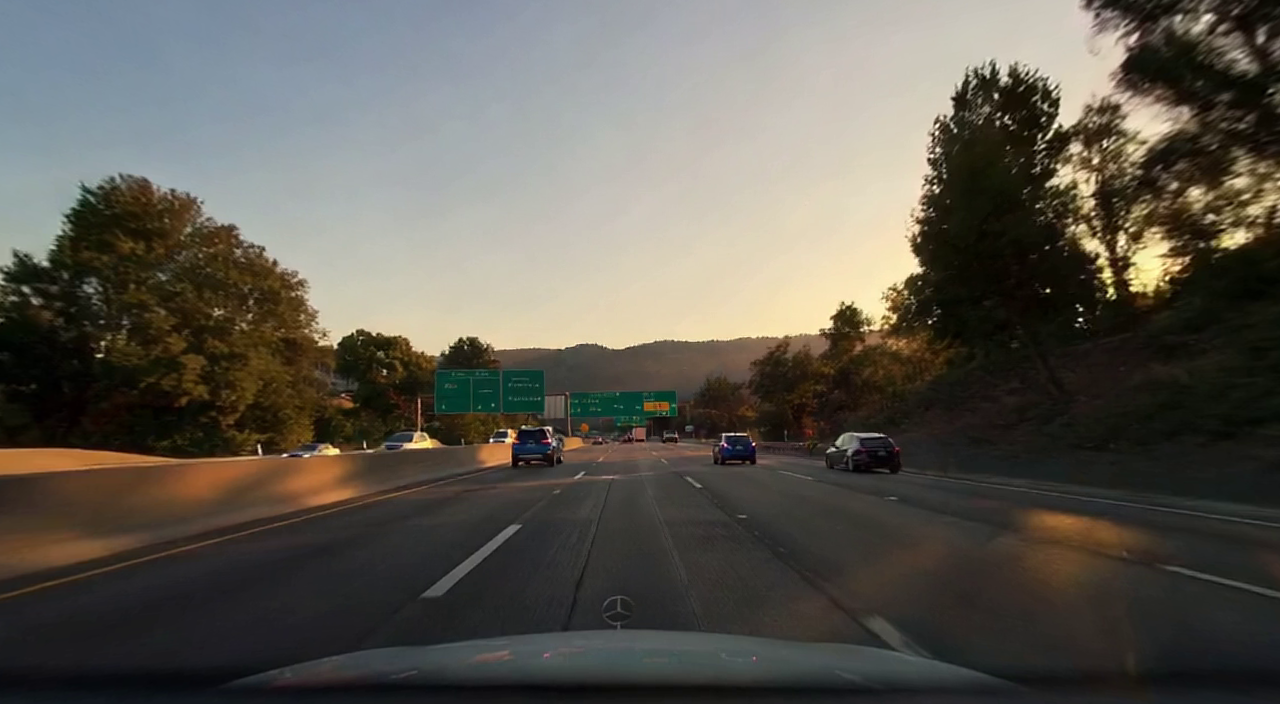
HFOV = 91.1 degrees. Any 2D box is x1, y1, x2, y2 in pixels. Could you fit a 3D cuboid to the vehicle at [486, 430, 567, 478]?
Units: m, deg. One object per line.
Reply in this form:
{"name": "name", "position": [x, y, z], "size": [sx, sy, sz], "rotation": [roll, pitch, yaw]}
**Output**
{"name": "vehicle", "position": [-3.741, 3.442, 21.552], "size": [2.032, 1.465, 4.316], "rotation": [0, -8, -1]}

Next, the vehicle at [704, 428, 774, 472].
{"name": "vehicle", "position": [3.847, 3.872, 25.133], "size": [2.011, 1.576, 4.060], "rotation": [0, -8, -2]}

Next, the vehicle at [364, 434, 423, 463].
{"name": "vehicle", "position": [-16.819, 6.587, 43.205], "size": [2.083, 1.902, 4.873], "rotation": [0, -8, -1]}

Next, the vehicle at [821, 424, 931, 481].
{"name": "vehicle", "position": [7.452, 3.186, 20.316], "size": [1.956, 1.634, 3.935], "rotation": [0, -8, -1]}

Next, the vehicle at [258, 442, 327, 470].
{"name": "vehicle", "position": [-20.977, 6.291, 38.136], "size": [1.848, 1.544, 4.103], "rotation": [0, -8, -1]}
